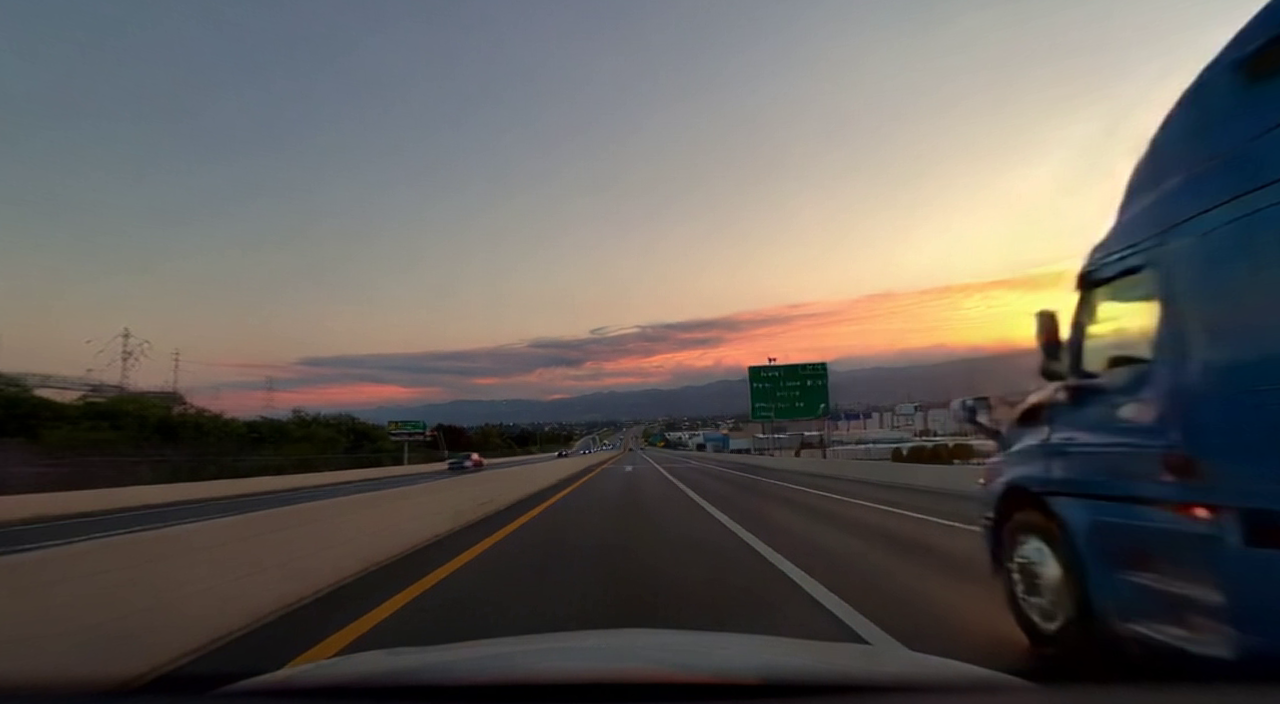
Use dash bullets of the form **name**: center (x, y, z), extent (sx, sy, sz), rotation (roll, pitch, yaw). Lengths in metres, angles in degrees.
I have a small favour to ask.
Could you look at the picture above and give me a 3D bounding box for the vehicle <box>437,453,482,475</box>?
- **vehicle**: center (-12.969, 8.073, 45.592), extent (1.959, 1.465, 4.601), rotation (0, -9, -1)
